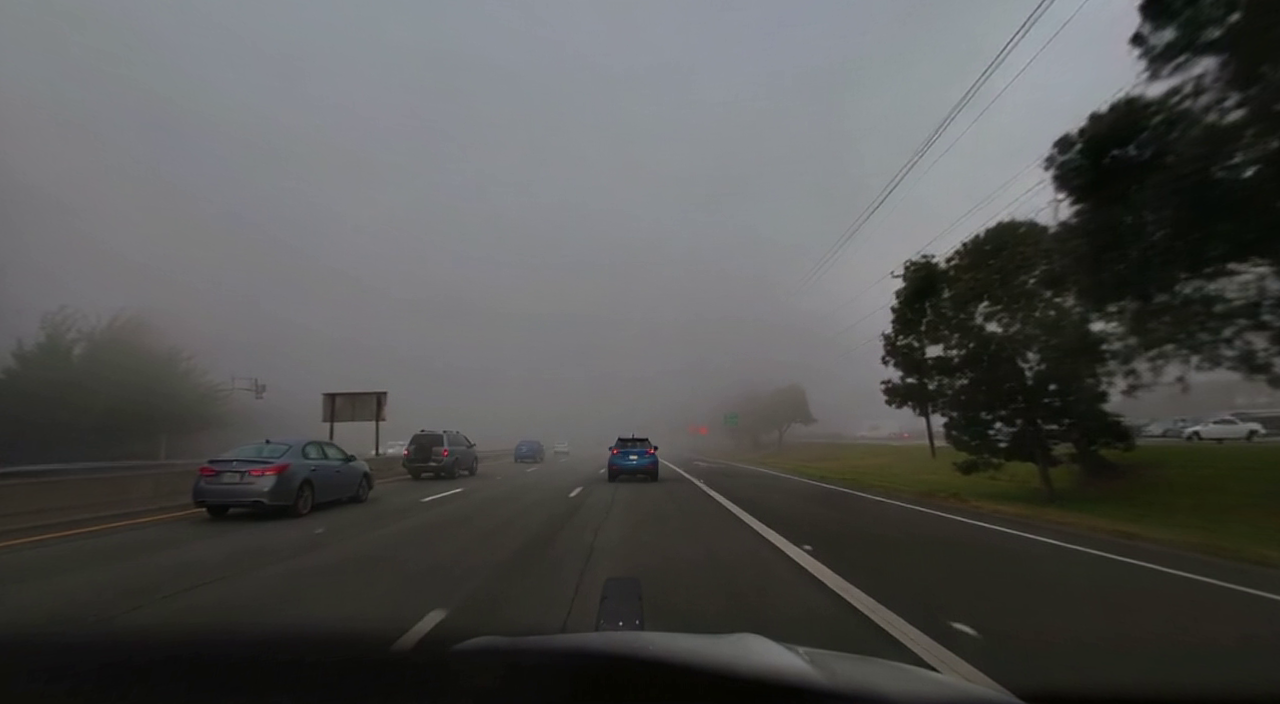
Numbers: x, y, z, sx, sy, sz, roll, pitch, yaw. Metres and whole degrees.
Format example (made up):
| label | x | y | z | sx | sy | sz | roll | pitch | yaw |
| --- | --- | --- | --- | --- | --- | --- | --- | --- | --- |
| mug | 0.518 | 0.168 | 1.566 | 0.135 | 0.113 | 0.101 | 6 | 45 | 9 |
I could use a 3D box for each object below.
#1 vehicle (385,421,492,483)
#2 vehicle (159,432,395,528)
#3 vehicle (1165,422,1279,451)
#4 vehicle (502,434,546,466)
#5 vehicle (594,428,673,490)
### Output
| label | x | y | z | sx | sy | sz | roll | pitch | yaw |
| --- | --- | --- | --- | --- | --- | --- | --- | --- | --- |
| vehicle | -6.886 | 3.487 | 22.247 | 2.144 | 1.905 | 4.967 | 0 | -8 | 0 |
| vehicle | -6.619 | 2.350 | 12.276 | 1.900 | 1.483 | 4.547 | 0 | -8 | 0 |
| vehicle | 29.109 | 4.185 | 31.399 | 4.105 | 1.306 | 2.050 | -1 | -7 | 1 |
| vehicle | -6.802 | 5.792 | 37.422 | 1.914 | 1.756 | 4.179 | 0 | -8 | -1 |
| vehicle | -0.196 | 3.182 | 19.157 | 2.140 | 1.653 | 4.108 | 0 | -8 | -1 |
